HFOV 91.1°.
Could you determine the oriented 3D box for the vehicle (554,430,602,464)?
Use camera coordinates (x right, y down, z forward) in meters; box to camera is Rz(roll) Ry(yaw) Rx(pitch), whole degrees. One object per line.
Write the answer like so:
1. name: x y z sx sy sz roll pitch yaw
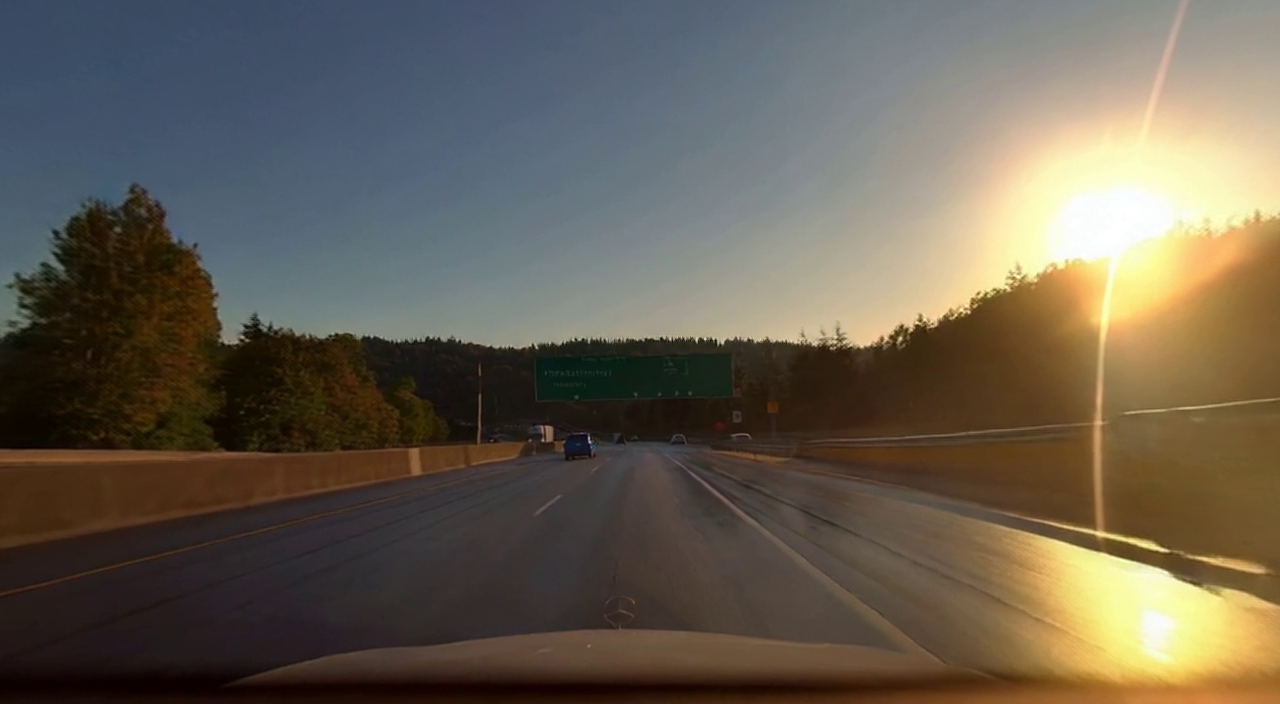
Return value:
1. vehicle: -3.274 5.109 33.867 2.125 1.662 4.336 0 -8 0
